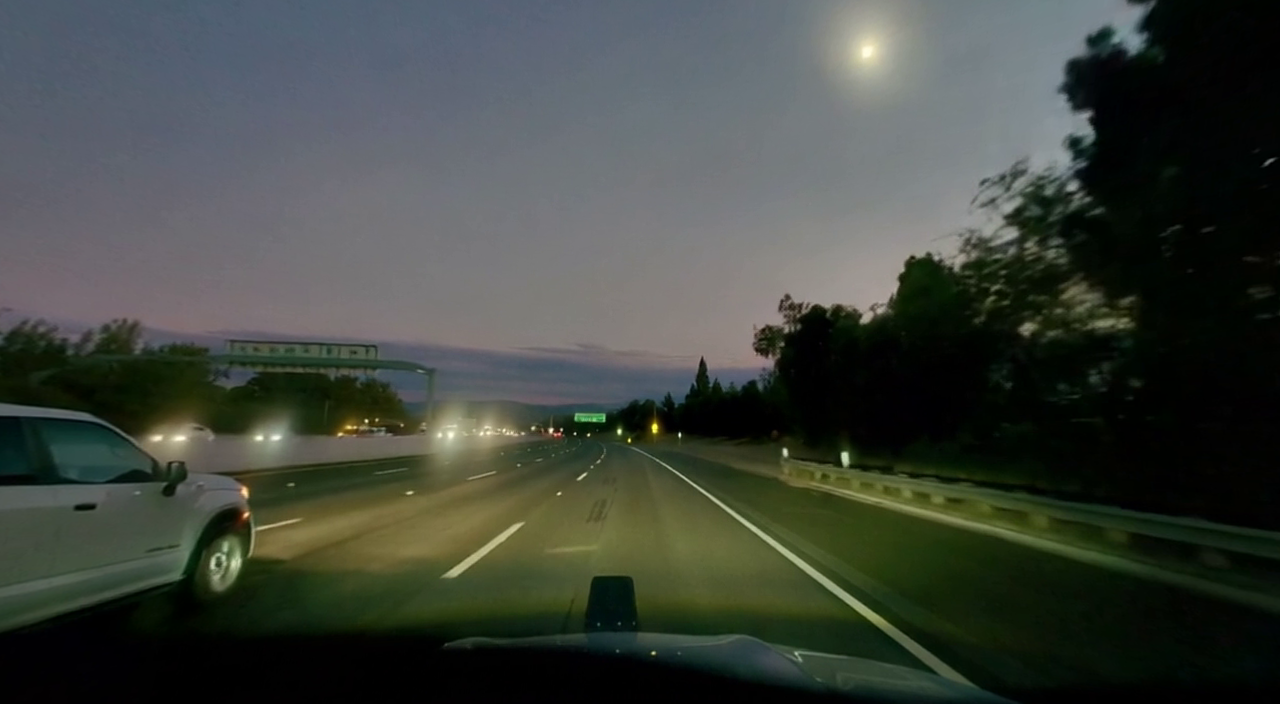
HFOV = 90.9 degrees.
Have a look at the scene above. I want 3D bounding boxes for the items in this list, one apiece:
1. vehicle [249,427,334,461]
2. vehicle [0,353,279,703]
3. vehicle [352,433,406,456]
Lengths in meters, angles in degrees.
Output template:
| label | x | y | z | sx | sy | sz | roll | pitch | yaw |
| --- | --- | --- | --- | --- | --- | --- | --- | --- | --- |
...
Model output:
| label | x | y | z | sx | sy | sz | roll | pitch | yaw |
| --- | --- | --- | --- | --- | --- | --- | --- | --- | --- |
| vehicle | -18.054 | 4.805 | 32.941 | 2.027 | 1.647 | 4.378 | 0 | -8 | -1 |
| vehicle | -3.954 | 0.827 | 2.778 | 2.187 | 1.639 | 4.318 | 0 | -8 | -1 |
| vehicle | -18.444 | 6.552 | 44.791 | 1.960 | 1.504 | 4.473 | 0 | -8 | -1 |
